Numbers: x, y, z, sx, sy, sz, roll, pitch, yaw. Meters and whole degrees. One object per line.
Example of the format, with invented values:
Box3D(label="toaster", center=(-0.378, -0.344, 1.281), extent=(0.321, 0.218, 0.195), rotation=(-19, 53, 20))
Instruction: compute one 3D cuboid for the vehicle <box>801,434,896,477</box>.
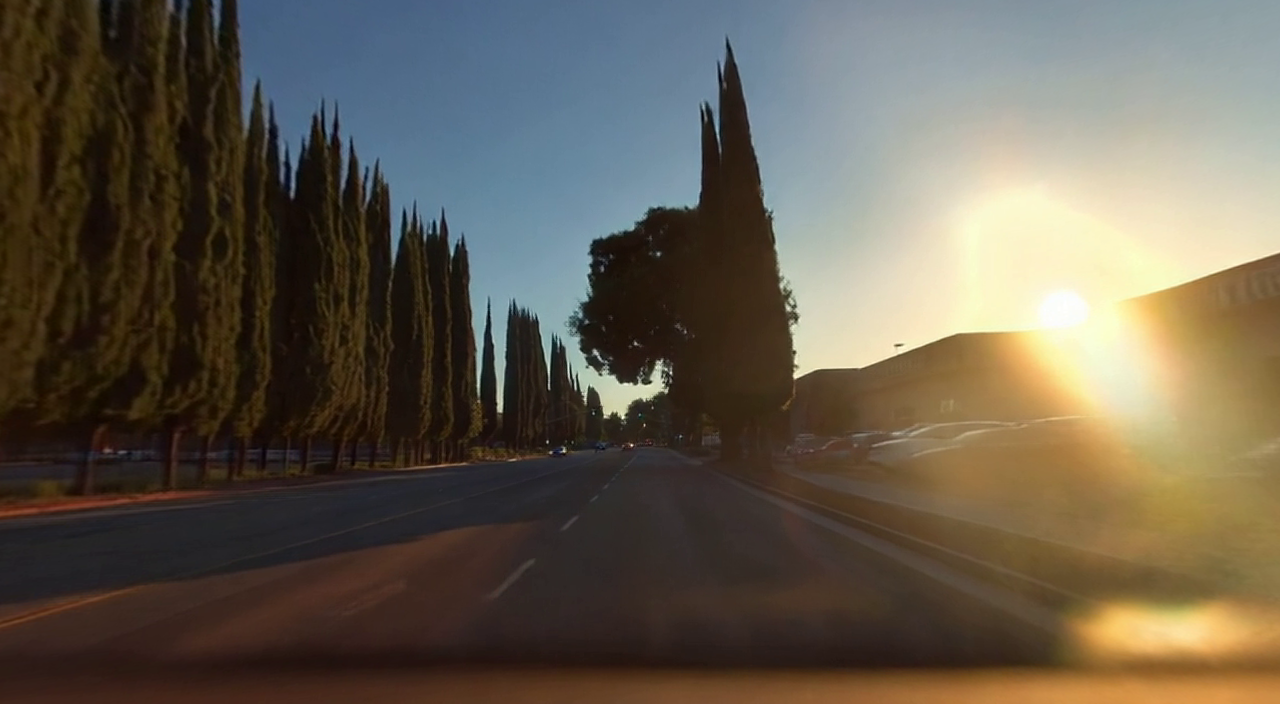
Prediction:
Box3D(label="vehicle", center=(8.096, 4.072, 25.029), extent=(1.993, 1.476, 4.821), rotation=(0, -8, -2))

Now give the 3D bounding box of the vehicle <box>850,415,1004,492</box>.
Box3D(label="vehicle", center=(8.144, 2.951, 18.533), extent=(2.235, 1.899, 4.827), rotation=(-1, -8, 0))

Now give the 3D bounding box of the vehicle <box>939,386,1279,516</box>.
Box3D(label="vehicle", center=(7.823, 1.829, 11.498), extent=(2.043, 1.791, 5.339), rotation=(0, -10, -1))

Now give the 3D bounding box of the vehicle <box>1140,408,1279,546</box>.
Box3D(label="vehicle", center=(7.873, 1.229, 6.145), extent=(2.056, 1.449, 4.679), rotation=(-1, -8, -1))
